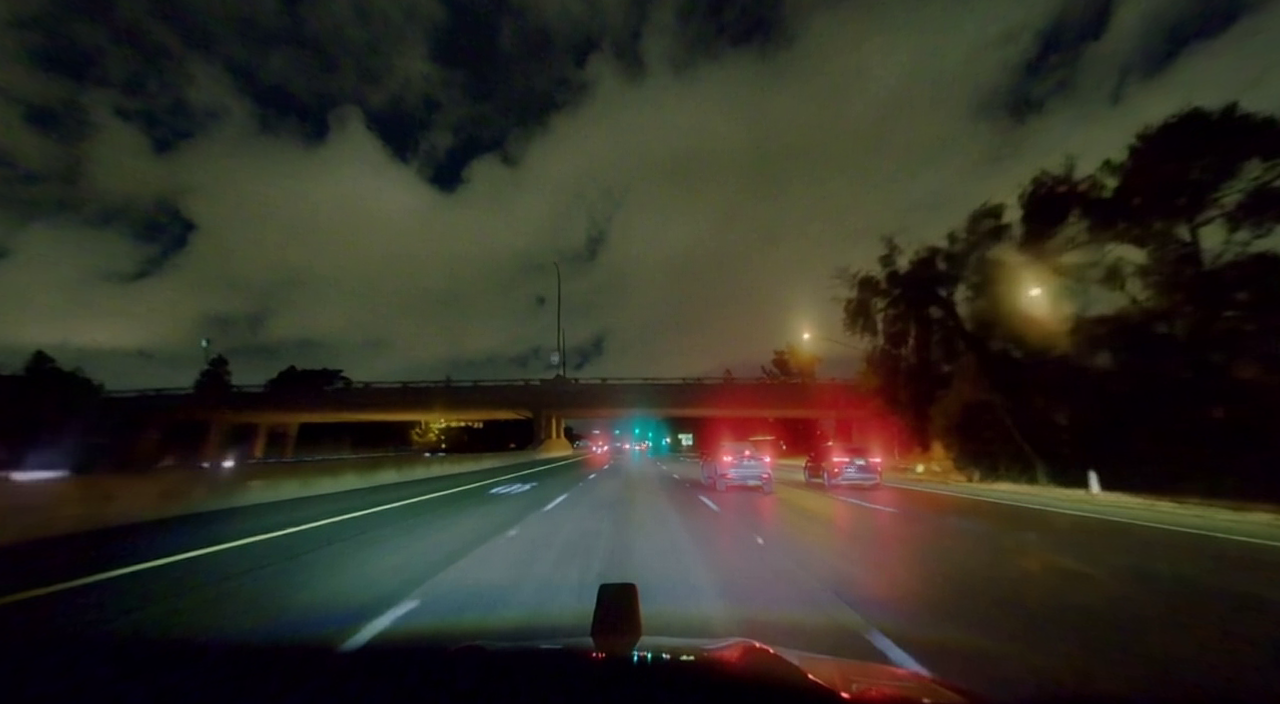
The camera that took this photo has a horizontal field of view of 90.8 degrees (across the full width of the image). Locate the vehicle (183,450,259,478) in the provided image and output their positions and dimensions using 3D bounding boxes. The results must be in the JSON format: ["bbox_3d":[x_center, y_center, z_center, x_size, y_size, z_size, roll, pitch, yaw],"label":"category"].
[{"bbox_3d":[-27.860,7.431,42.219,1.994,1.682,4.665,0,-9,-2],"label":"vehicle"}]
